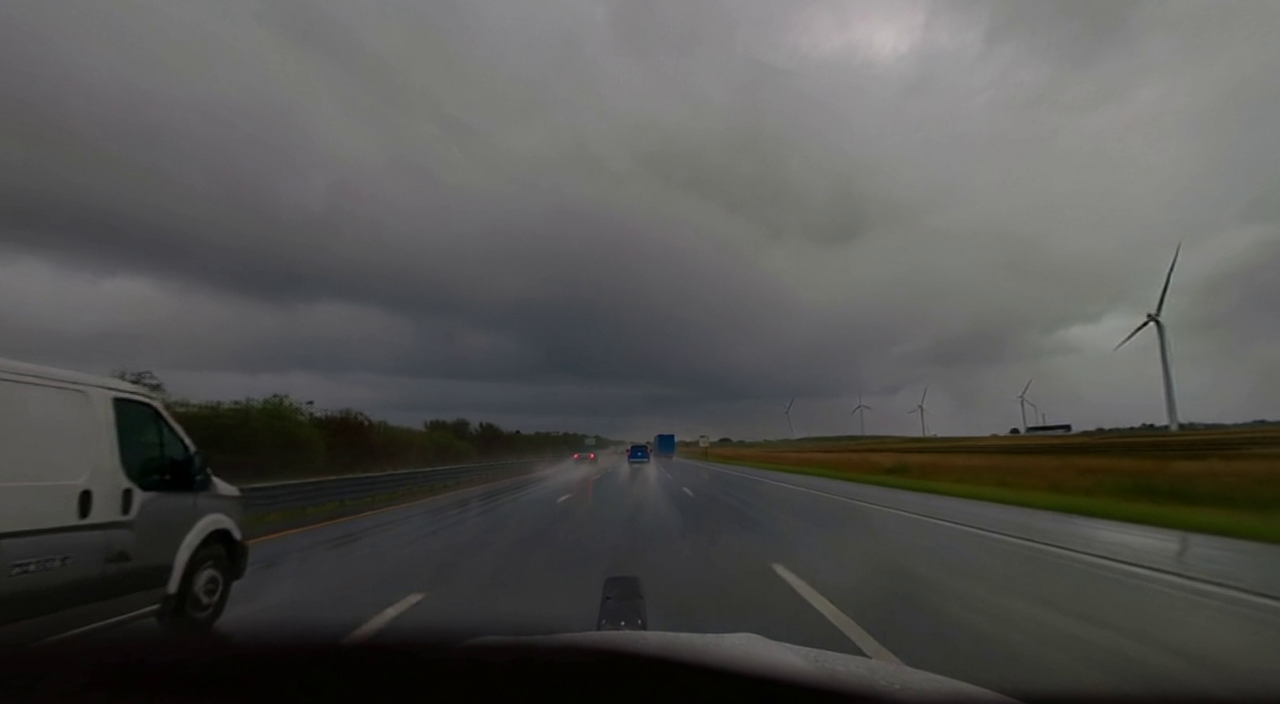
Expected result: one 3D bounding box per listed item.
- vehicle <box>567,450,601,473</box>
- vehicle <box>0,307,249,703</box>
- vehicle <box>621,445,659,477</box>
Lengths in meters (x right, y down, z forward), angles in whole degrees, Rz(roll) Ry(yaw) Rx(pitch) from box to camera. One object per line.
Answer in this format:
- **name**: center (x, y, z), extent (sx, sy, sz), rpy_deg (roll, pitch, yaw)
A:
- **vehicle**: center (-3.875, 7.656, 44.345), extent (1.984, 1.491, 4.341), rpy_deg (0, -9, 0)
- **vehicle**: center (-4.139, 0.711, 2.432), extent (2.238, 1.984, 4.650), rpy_deg (0, -9, 0)
- **vehicle**: center (-0.018, 6.303, 36.676), extent (2.083, 1.689, 4.083), rpy_deg (0, -9, -1)
